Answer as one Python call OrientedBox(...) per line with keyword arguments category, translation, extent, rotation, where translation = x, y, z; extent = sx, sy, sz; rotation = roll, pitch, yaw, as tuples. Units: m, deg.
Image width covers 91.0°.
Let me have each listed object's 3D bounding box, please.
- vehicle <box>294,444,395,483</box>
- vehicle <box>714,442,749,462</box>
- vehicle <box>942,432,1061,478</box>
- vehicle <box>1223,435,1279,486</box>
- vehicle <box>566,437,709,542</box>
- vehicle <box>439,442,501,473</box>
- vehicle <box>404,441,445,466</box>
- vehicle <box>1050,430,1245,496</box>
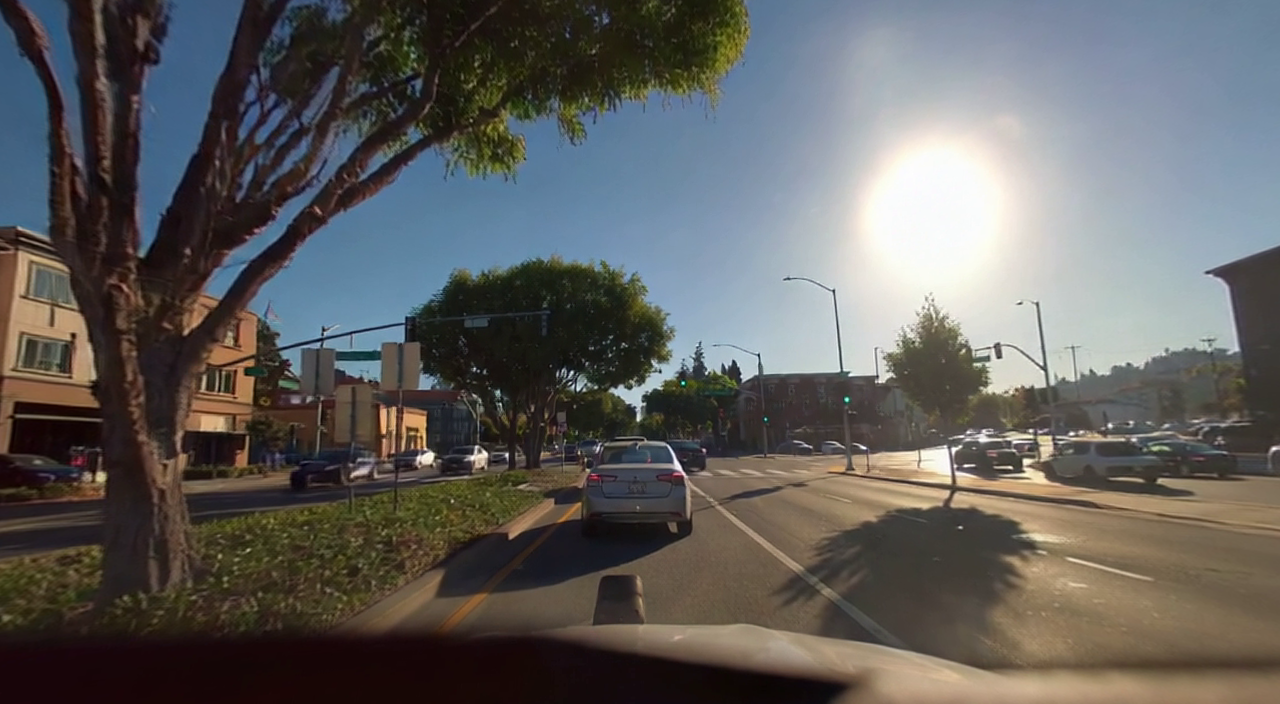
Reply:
OrientedBox(category="vehicle", translation=(-12.295, 4.643, 26.568), extent=(2.125, 1.495, 4.308), rotation=(0, -9, 1))
OrientedBox(category="vehicle", translation=(6.952, 7.611, 48.195), extent=(1.932, 1.439, 4.159), rotation=(0, -9, -2))
OrientedBox(category="vehicle", translation=(13.069, 3.741, 23.063), extent=(1.887, 1.504, 3.898), rotation=(0, -9, -2))
OrientedBox(category="vehicle", translation=(20.148, 3.459, 20.265), extent=(1.858, 1.478, 3.708), rotation=(-8, -12, 42))
OrientedBox(category="vehicle", translation=(-0.139, 2.246, 10.942), extent=(2.010, 1.447, 4.121), rotation=(0, -9, -3))
OrientedBox(category="vehicle", translation=(-8.767, 5.481, 32.836), extent=(1.994, 1.474, 4.411), rotation=(0, -9, 0))
OrientedBox(category="vehicle", translation=(-16.043, 7.610, 47.080), extent=(1.936, 1.733, 4.087), rotation=(0, -9, -5))
OrientedBox(category="vehicle", translation=(13.084, 2.885, 16.623), extent=(1.859, 1.525, 3.948), rotation=(0, -9, 1))
